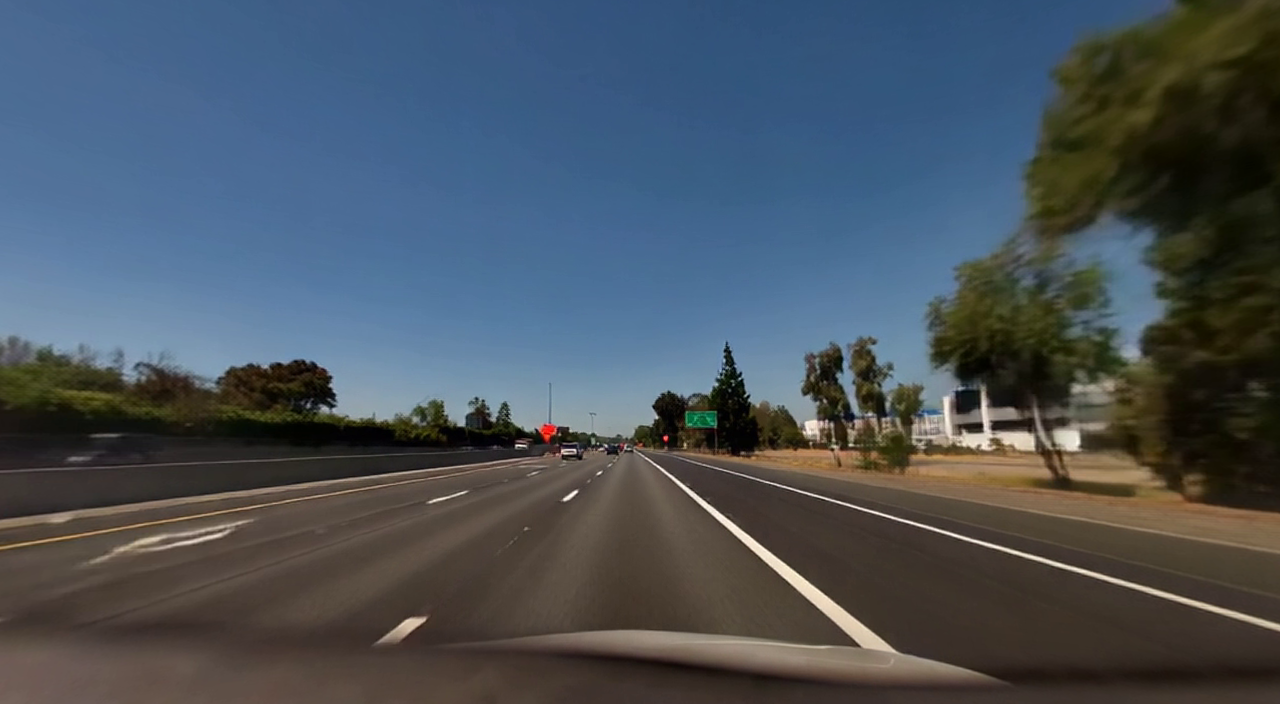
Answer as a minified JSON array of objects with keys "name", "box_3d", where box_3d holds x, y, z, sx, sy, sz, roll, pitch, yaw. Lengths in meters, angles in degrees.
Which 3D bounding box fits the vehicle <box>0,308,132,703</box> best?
[{"name":"vehicle","box_3d":[-3.039,0.460,0.201,2.103,1.715,4.371,0,-9,-1]}]
